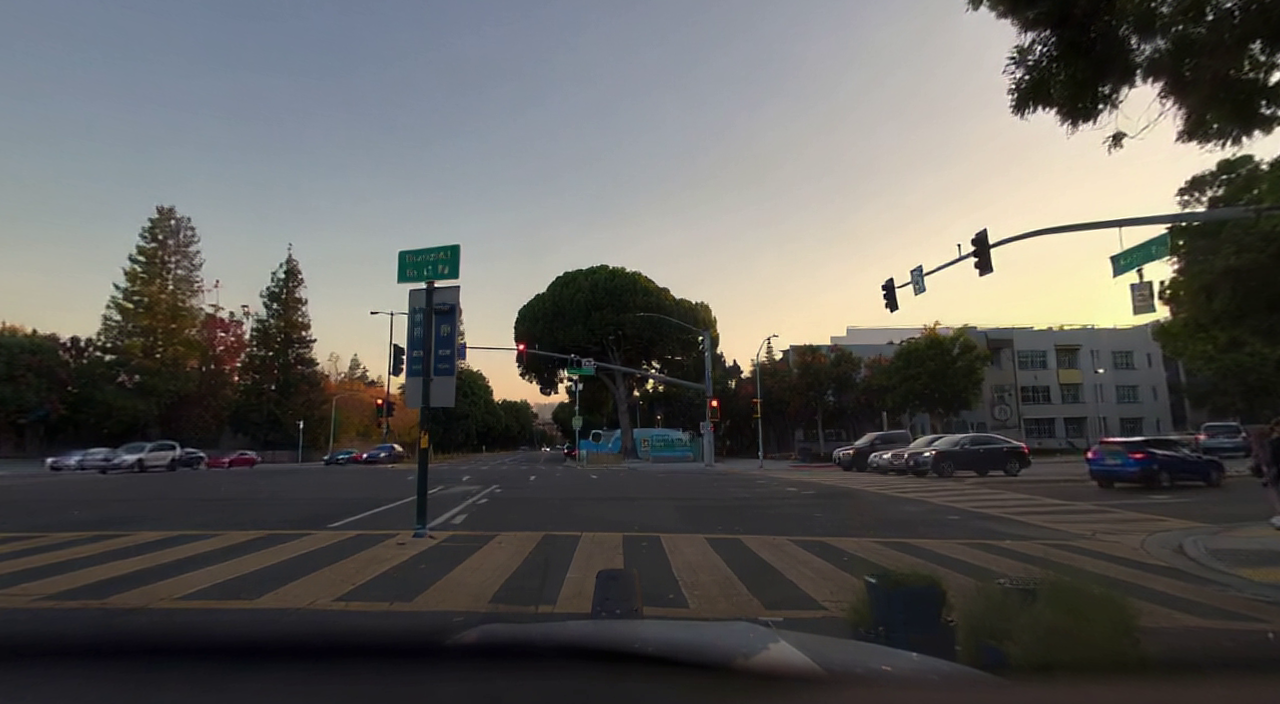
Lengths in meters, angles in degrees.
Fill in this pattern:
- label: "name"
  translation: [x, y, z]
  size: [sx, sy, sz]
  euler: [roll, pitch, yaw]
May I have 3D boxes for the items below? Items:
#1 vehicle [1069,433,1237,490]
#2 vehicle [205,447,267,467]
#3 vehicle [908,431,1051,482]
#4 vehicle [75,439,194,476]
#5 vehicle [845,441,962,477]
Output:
- label: "vehicle"
  translation: [15.386, 3.243, 18.963]
  size: [4.312, 1.540, 2.007]
  euler: [4, -9, -23]
- label: "vehicle"
  translation: [-31.513, 8.181, 49.449]
  size: [1.811, 1.438, 4.812]
  euler: [0, -8, -3]
- label: "vehicle"
  translation: [12.901, 3.923, 24.051]
  size: [4.742, 1.762, 2.180]
  euler: [3, -9, -22]
- label: "vehicle"
  translation: [-23.728, 4.953, 29.910]
  size: [2.056, 1.604, 4.436]
  euler: [0, -8, -3]
- label: "vehicle"
  translation: [11.438, 4.629, 27.567]
  size: [4.317, 1.491, 1.896]
  euler: [1, -9, -11]
